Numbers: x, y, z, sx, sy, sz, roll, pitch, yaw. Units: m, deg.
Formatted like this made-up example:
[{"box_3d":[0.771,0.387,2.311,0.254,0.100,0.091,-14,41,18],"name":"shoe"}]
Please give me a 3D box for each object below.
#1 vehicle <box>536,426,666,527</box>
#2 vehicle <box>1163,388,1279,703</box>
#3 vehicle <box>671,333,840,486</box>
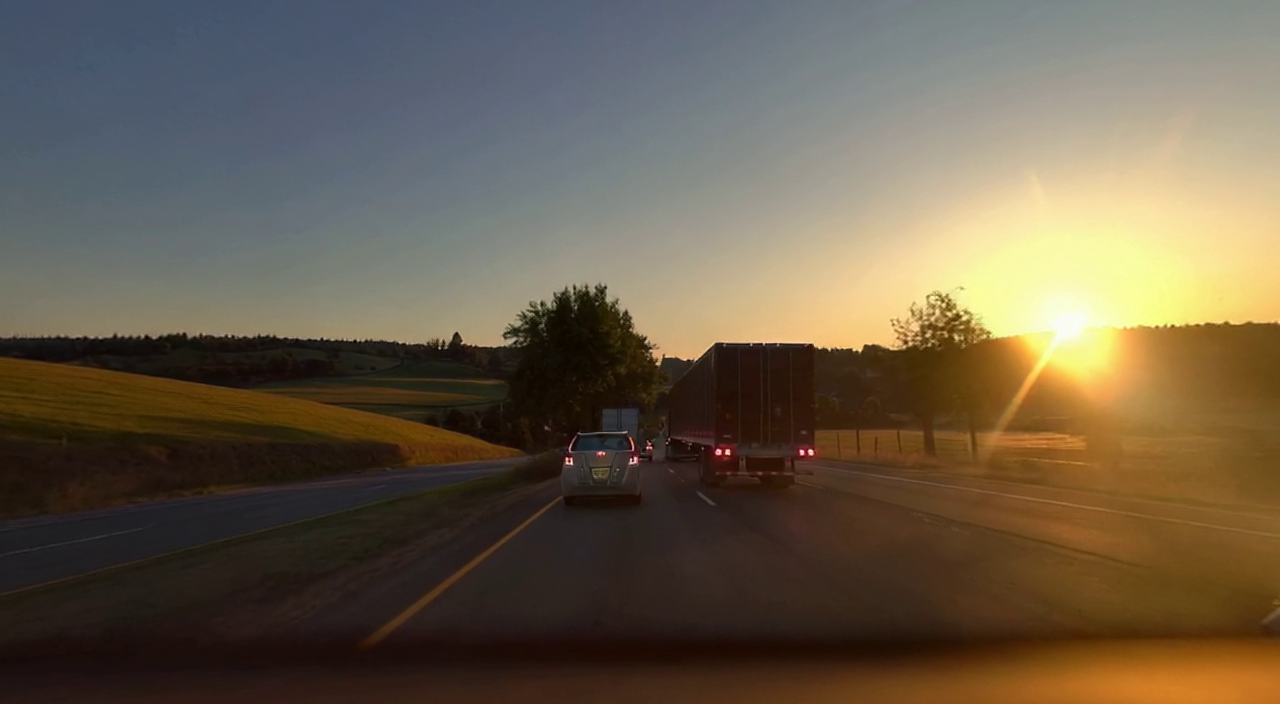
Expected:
[{"box_3d":[-0.636,2.233,11.839,2.009,1.554,4.013,0,-8,-1],"name":"vehicle"},{"box_3d":[3.565,0.635,0.682,1.960,1.515,4.713,0,-8,1],"name":"vehicle"},{"box_3d":[3.613,2.765,25.966,3.591,4.290,16.696,0,-8,-1],"name":"vehicle"}]
